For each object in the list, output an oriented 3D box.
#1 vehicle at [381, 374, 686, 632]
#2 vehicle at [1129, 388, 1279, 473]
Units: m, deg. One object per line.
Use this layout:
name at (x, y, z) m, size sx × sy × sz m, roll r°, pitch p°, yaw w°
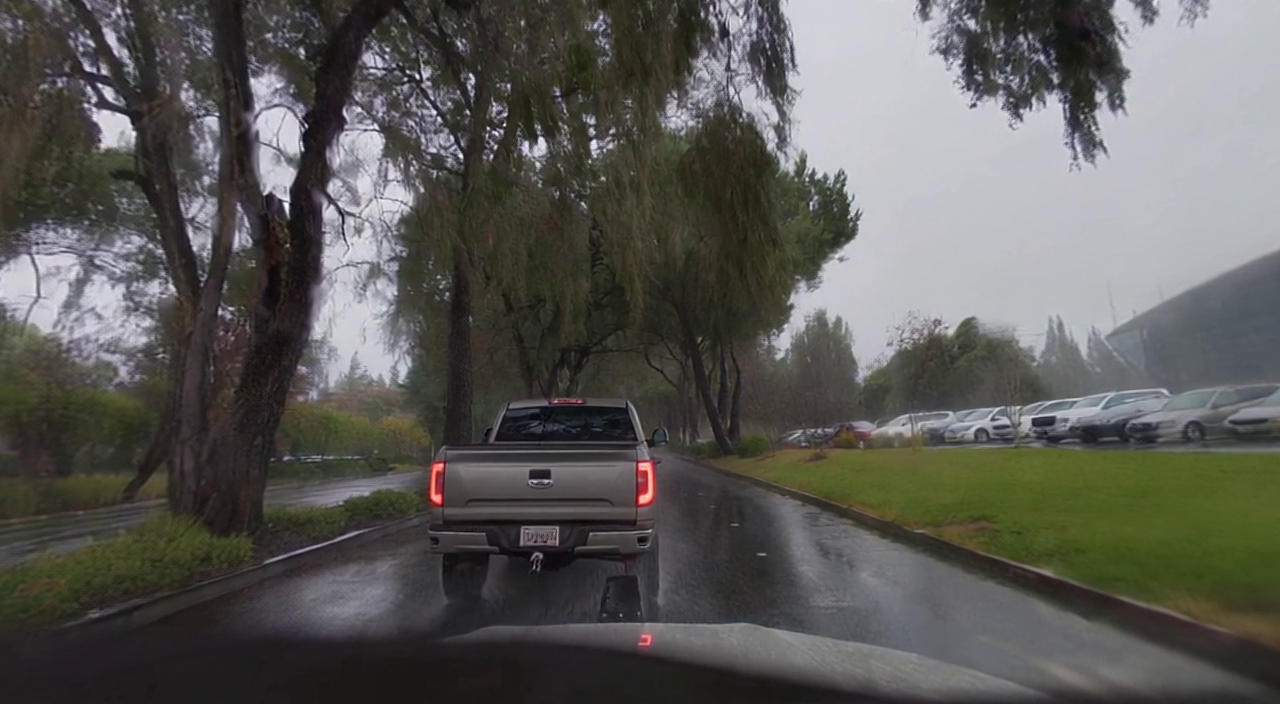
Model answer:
vehicle at (-0.684, 1.435, 7.070) m, size 2.157 × 1.816 × 5.039 m, roll 0°, pitch -8°, yaw 2°
vehicle at (11.882, 1.417, 11.474) m, size 4.298 × 1.392 × 1.944 m, roll -1°, pitch -8°, yaw 2°
